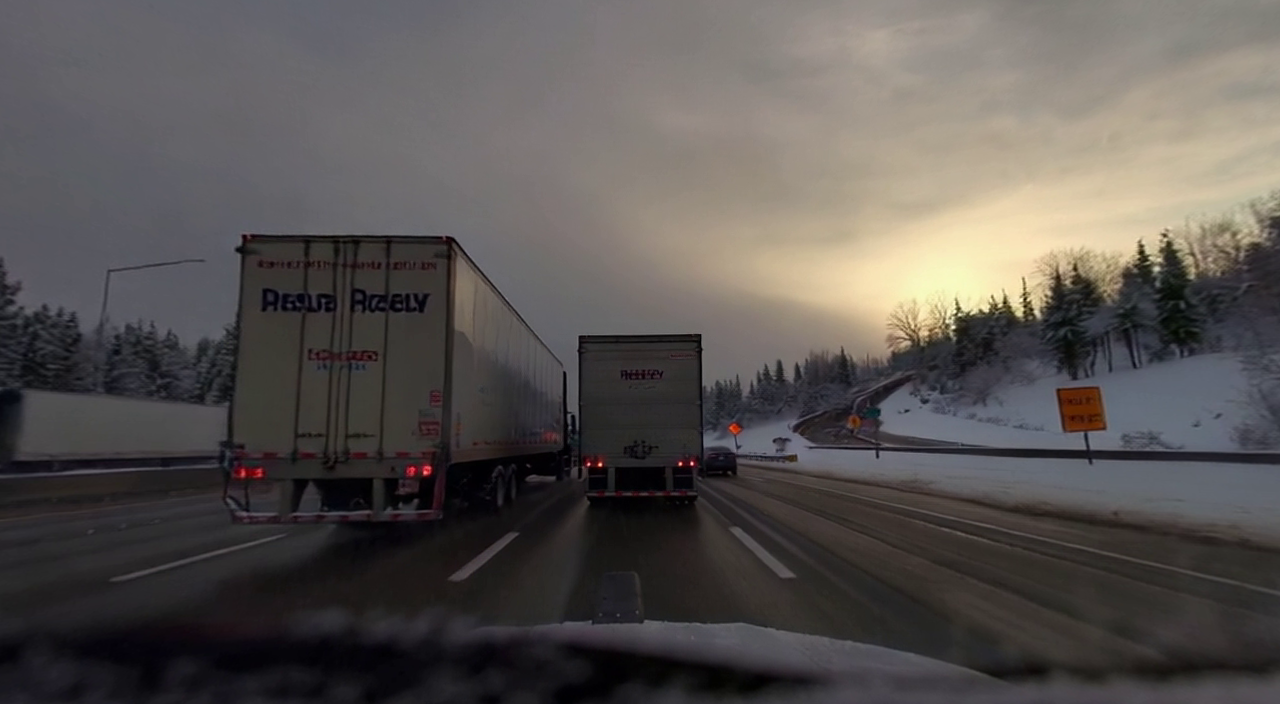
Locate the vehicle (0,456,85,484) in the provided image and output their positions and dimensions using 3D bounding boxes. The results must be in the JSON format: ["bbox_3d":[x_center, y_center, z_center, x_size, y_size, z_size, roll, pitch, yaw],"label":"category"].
[{"bbox_3d":[-31.964,6.169,33.294,2.002,1.318,3.679,0,-9,1],"label":"vehicle"}]

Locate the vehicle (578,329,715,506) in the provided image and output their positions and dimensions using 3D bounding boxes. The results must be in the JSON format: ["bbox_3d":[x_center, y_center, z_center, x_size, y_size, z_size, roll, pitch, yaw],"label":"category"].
[{"bbox_3d":[0.068,2.105,18.511,2.910,3.828,9.805,0,-9,-1],"label":"vehicle"}]

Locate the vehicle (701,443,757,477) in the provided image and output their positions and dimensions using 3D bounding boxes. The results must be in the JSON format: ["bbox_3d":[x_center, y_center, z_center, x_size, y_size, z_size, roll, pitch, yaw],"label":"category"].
[{"bbox_3d":[4.108,5.063,29.962,2.010,1.446,4.579,0,-9,0],"label":"vehicle"}]

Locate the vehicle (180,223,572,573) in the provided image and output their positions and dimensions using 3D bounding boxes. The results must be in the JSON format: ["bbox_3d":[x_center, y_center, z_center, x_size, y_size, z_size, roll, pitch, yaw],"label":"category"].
[{"bbox_3d":[-3.852,1.643,15.318,2.873,4.107,15.970,0,-9,-1],"label":"vehicle"}]
